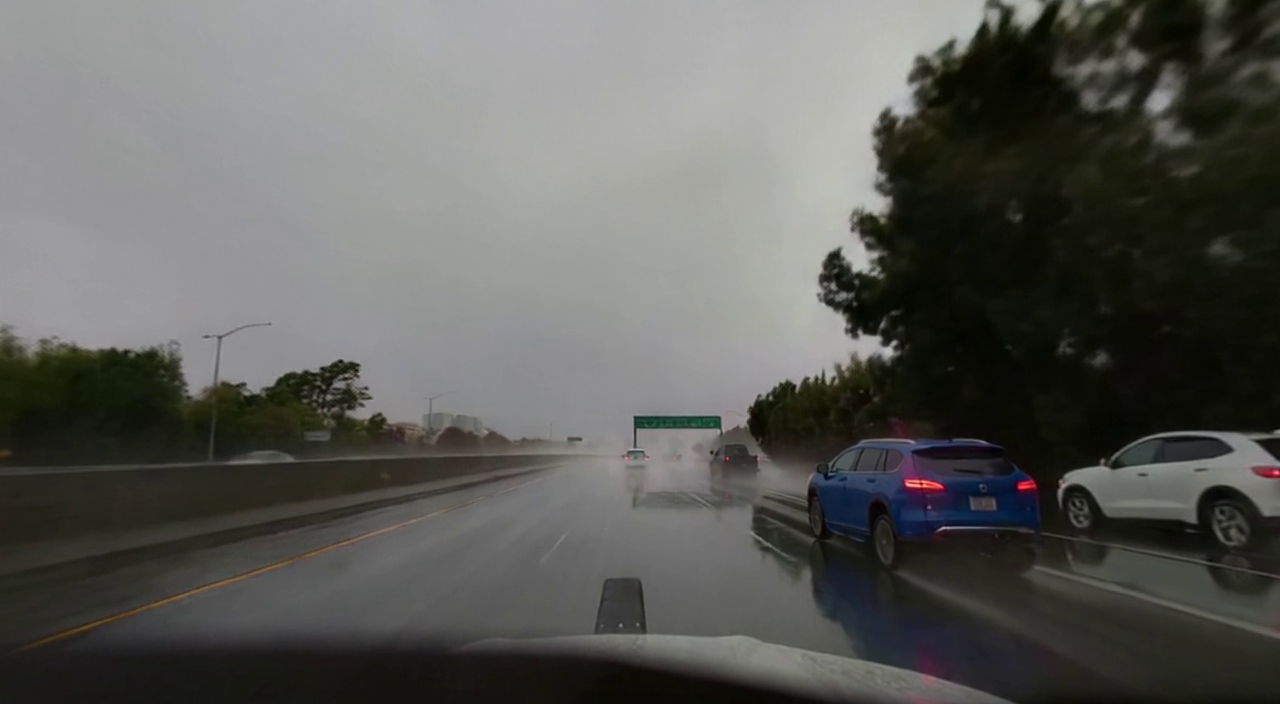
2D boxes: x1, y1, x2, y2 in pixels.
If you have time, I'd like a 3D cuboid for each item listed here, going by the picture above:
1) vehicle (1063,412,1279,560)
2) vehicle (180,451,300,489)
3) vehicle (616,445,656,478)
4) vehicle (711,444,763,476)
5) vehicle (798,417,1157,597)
[{"bbox_3d":[8.843,1.846,9.075,1.967,1.816,4.775,0,-8,-3],"label":"vehicle"},{"bbox_3d":[-17.061,5.035,27.324,2.137,1.454,4.701,0,-8,0],"label":"vehicle"},{"bbox_3d":[-0.322,6.302,36.785,2.181,1.768,4.383,0,-8,-2],"label":"vehicle"},{"bbox_3d":[7.217,8.126,47.785,2.526,2.230,6.190,0,-8,-3],"label":"vehicle"},{"bbox_3d":[3.722,1.765,8.136,2.097,1.659,4.320,0,-8,-2],"label":"vehicle"}]
